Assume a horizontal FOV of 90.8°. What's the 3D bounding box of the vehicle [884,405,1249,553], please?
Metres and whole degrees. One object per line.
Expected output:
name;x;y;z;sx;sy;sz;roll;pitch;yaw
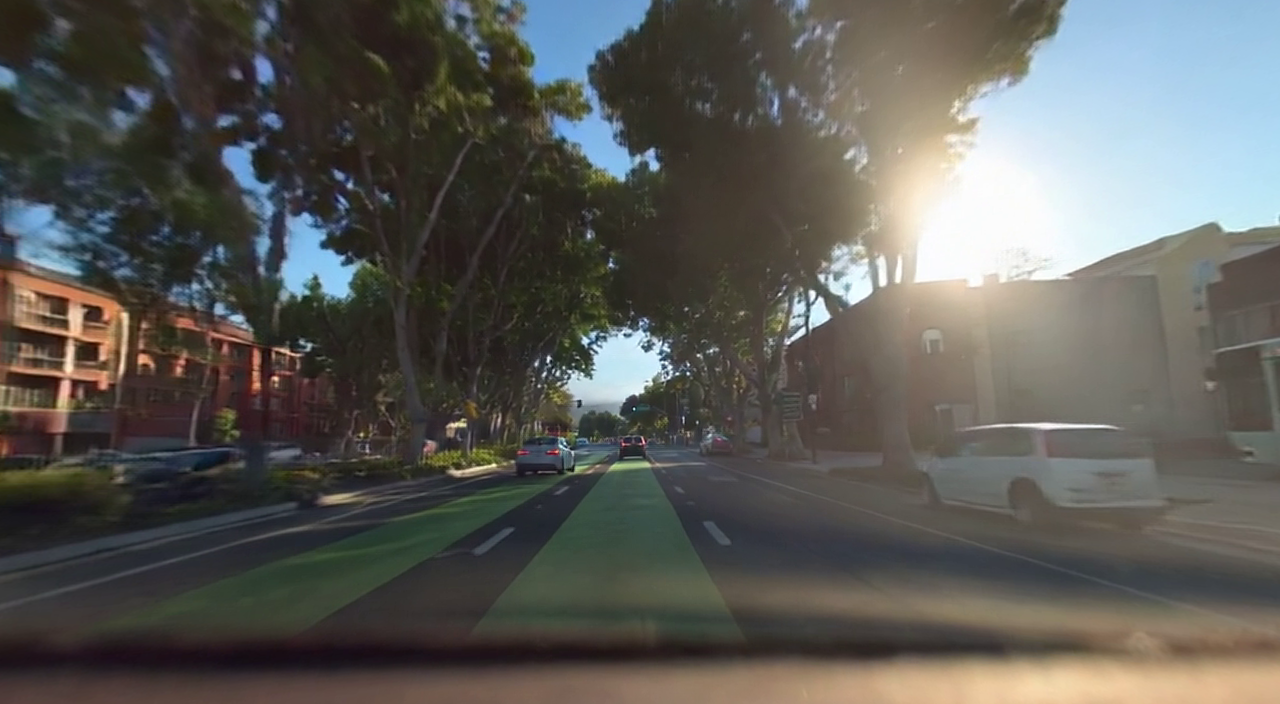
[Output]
vehicle;6.378;1.984;10.728;2.206;1.803;5.753;0;-8;0

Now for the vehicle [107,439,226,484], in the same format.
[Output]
vehicle;-21.853;5.070;29.475;1.947;1.857;4.851;-1;-9;-3

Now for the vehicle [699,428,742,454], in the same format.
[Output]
vehicle;5.964;6.743;47.752;2.390;1.816;6.050;0;-8;-1

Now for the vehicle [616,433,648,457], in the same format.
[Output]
vehicle;-0.511;6.182;42.109;1.999;1.520;3.896;0;-8;0

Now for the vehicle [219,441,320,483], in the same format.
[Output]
vehicle;-15.307;4.536;26.370;1.806;1.590;4.151;0;-8;-2

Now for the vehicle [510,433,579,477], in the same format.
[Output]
vehicle;-3.546;3.894;24.161;1.934;1.522;4.287;0;-8;0

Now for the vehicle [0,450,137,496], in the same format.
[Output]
vehicle;-22.142;4.499;23.966;2.137;1.493;4.852;0;-8;-1
